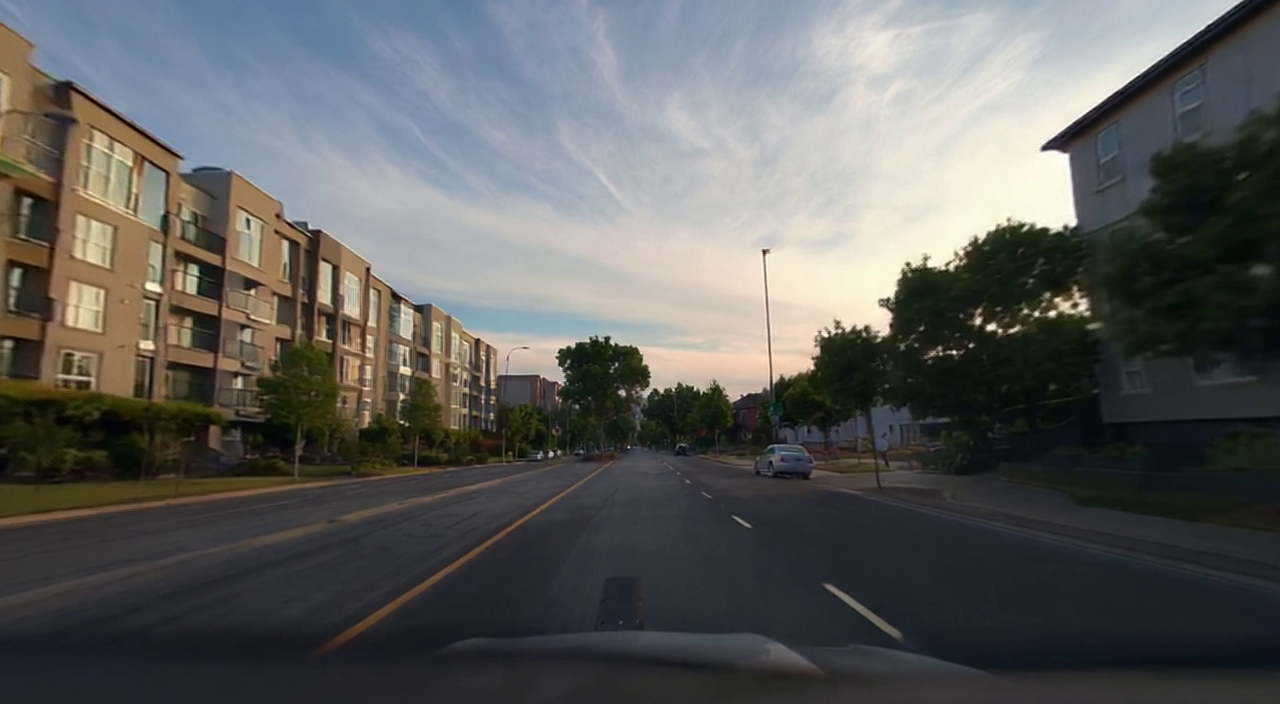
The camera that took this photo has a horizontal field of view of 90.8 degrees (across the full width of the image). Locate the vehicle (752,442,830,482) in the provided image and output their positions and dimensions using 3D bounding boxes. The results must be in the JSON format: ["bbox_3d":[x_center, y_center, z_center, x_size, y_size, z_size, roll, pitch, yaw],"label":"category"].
[{"bbox_3d":[6.283,4.632,26.850,1.948,1.526,4.518,0,-9,-3],"label":"vehicle"}]
